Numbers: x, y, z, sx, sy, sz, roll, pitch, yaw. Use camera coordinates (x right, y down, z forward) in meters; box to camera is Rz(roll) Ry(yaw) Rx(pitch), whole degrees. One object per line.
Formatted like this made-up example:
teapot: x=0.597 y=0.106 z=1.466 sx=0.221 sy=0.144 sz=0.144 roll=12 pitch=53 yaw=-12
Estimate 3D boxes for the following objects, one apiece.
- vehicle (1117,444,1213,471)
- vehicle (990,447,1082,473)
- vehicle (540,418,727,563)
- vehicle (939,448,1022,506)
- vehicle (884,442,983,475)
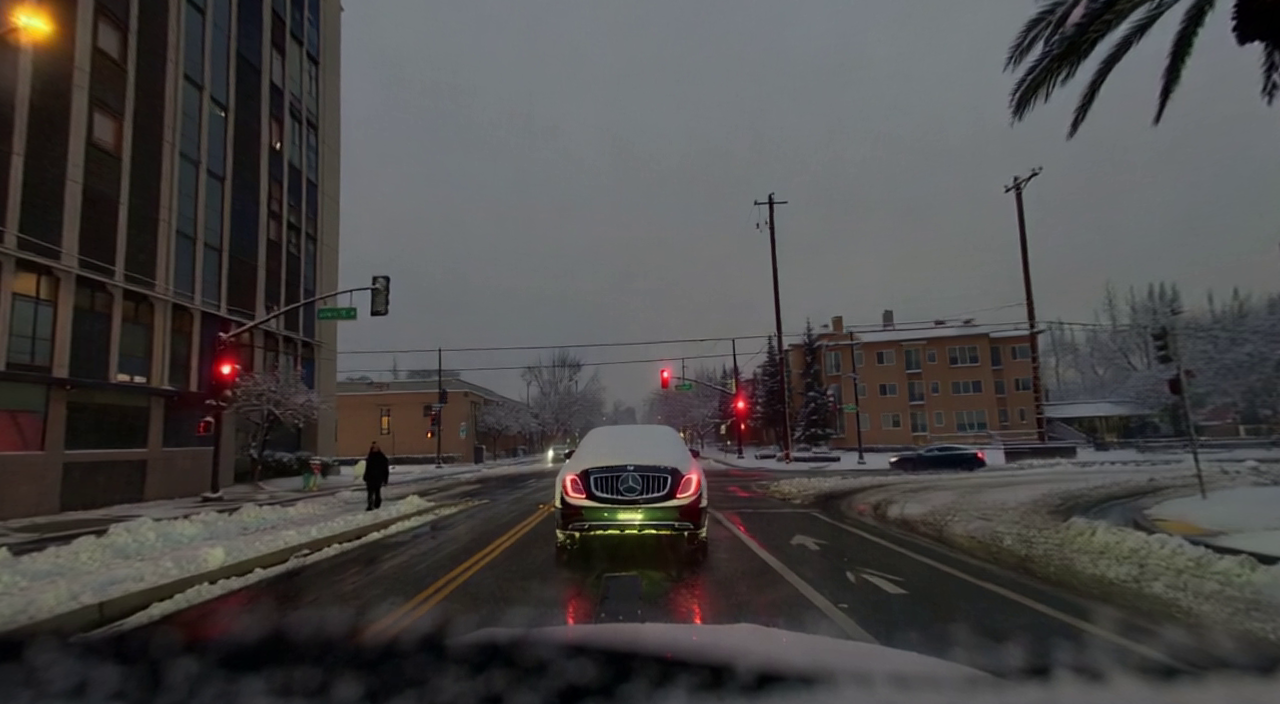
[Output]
vehicle: x=32.148 y=6.462 z=38.771 sx=4.234 sy=1.613 sz=1.812 roll=0 pitch=-8 yaw=-1
vehicle: x=24.220 y=6.603 z=38.693 sx=4.417 sy=1.462 sz=1.761 roll=0 pitch=-8 yaw=-1
vehicle: x=-0.082 y=1.873 z=9.220 sx=2.144 sy=1.643 sz=3.770 roll=0 pitch=-8 yaw=0
vehicle: x=10.942 y=3.878 z=20.188 sx=2.004 sy=1.593 sz=4.118 roll=-5 pitch=-10 yaw=30
vehicle: x=16.160 y=5.879 z=34.988 sx=4.494 sy=1.704 sz=1.976 roll=-1 pitch=-9 yaw=7
